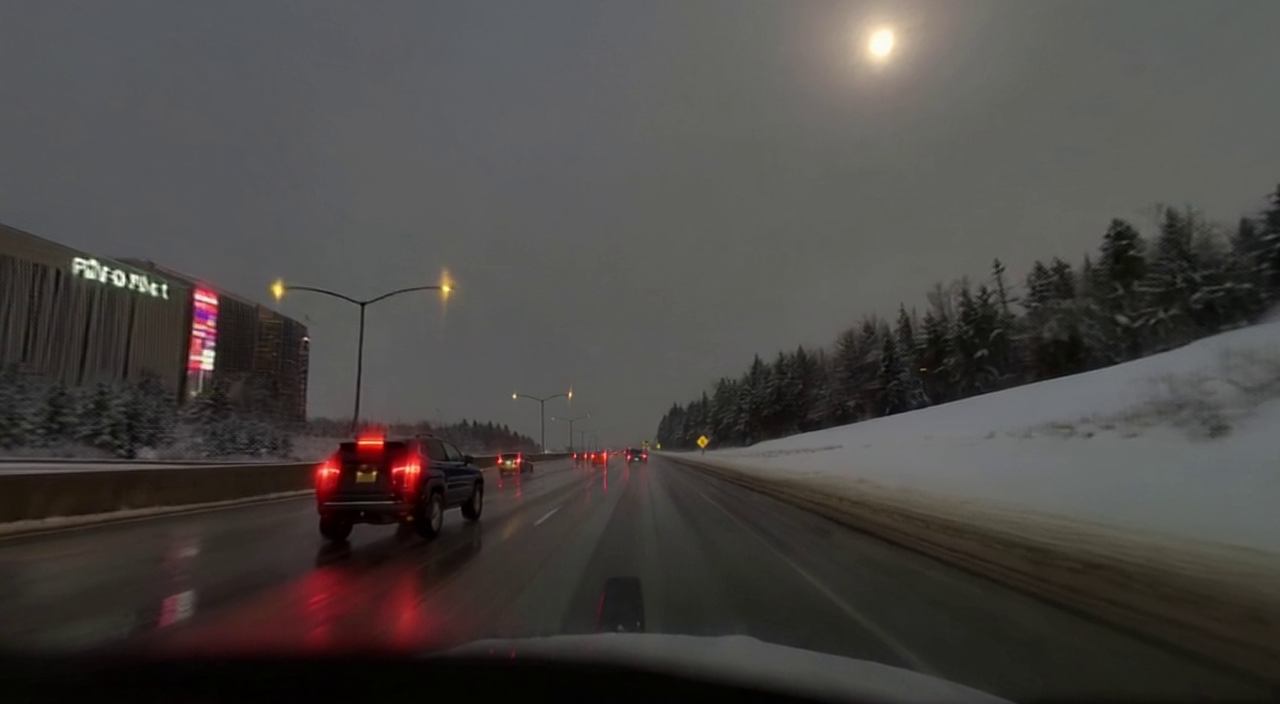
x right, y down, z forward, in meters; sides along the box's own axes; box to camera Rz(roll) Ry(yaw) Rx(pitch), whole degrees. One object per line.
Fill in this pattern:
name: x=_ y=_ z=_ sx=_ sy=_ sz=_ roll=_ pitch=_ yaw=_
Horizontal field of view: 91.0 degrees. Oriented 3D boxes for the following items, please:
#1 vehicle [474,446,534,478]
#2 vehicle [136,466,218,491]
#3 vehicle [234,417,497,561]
vehicle: x=-7.220 y=5.884 z=34.005 sx=1.998 sy=1.542 sz=4.953 roll=0 pitch=-9 yaw=1
vehicle: x=-31.888 y=8.690 z=43.540 sx=2.137 sy=1.512 sz=4.559 roll=0 pitch=-9 yaw=1
vehicle: x=-3.868 y=2.014 z=9.984 sx=2.059 sy=1.725 sz=4.521 roll=0 pitch=-9 yaw=1
